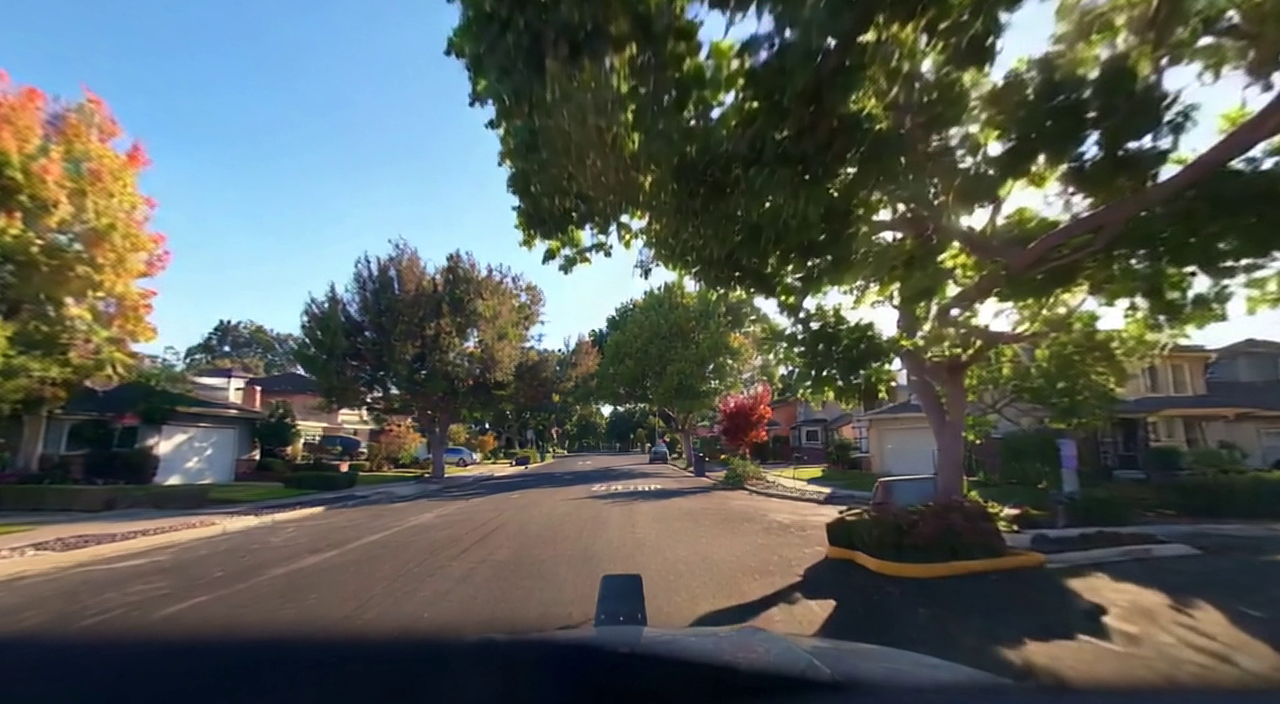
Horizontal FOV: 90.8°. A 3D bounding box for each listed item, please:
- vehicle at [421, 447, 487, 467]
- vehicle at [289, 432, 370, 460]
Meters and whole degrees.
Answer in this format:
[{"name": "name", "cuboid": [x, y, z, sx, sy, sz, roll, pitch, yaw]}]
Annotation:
[{"name": "vehicle", "cuboid": [-14.508, 8.186, 49.446, 4.572, 1.522, 1.999, 1, -9, -6]}, {"name": "vehicle", "cuboid": [-19.339, 5.887, 39.515, 4.093, 1.661, 1.765, 0, -10, -6]}]
